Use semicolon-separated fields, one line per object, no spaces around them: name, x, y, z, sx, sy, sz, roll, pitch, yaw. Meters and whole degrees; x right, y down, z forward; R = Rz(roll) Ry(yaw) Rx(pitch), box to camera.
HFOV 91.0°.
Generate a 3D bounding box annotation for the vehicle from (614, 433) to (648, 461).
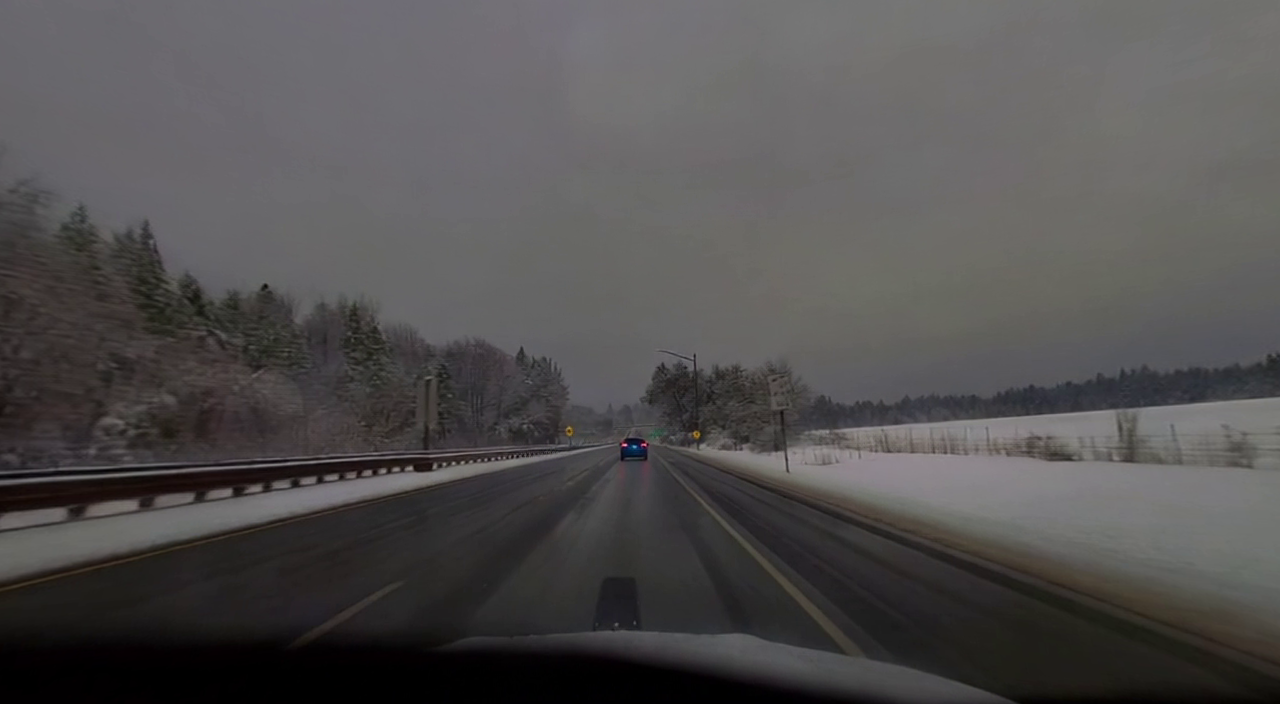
vehicle;-0.616;6.325;42.107;2.180;1.717;4.139;0;-8;-1
